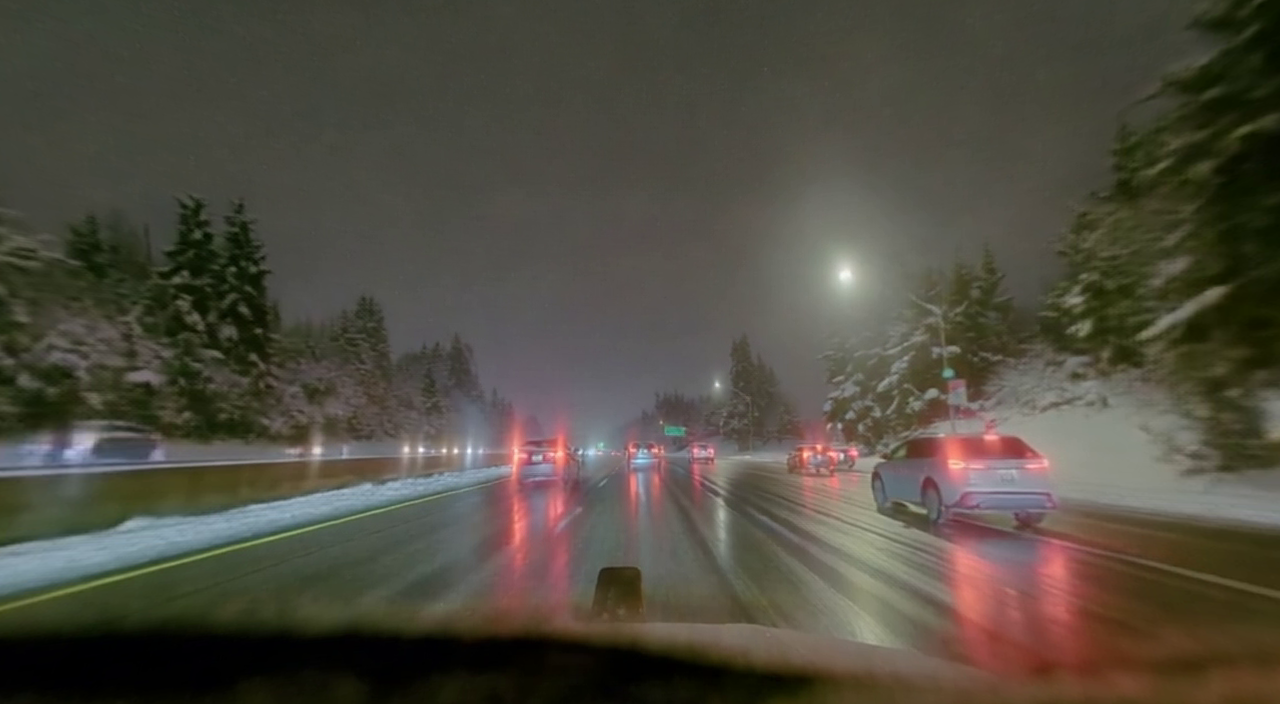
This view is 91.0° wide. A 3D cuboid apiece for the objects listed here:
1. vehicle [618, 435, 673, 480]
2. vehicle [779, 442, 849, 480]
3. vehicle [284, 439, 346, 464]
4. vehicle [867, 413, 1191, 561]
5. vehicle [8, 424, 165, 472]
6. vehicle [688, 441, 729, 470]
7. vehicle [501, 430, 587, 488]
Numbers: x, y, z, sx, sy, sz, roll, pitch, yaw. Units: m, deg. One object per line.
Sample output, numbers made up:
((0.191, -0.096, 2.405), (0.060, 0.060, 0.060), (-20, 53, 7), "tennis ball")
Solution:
((0.209, 4.476, 26.924), (2.181, 1.728, 3.970), (0, -9, 0), "vehicle")
((7.743, 4.865, 28.421), (1.989, 1.569, 3.964), (0, -9, -1), "vehicle")
((-21.757, 6.657, 42.341), (1.878, 1.579, 4.158), (0, -9, 1), "vehicle")
((5.316, 1.905, 9.640), (2.041, 1.669, 4.712), (0, -9, 2), "vehicle")
((-25.393, 4.451, 29.250), (2.490, 1.995, 5.219), (0, -9, 0), "vehicle")
((4.246, 6.489, 39.577), (2.022, 1.682, 4.226), (0, -9, -1), "vehicle")
((-3.214, 3.722, 22.181), (2.199, 1.777, 4.790), (0, -9, 1), "vehicle")
